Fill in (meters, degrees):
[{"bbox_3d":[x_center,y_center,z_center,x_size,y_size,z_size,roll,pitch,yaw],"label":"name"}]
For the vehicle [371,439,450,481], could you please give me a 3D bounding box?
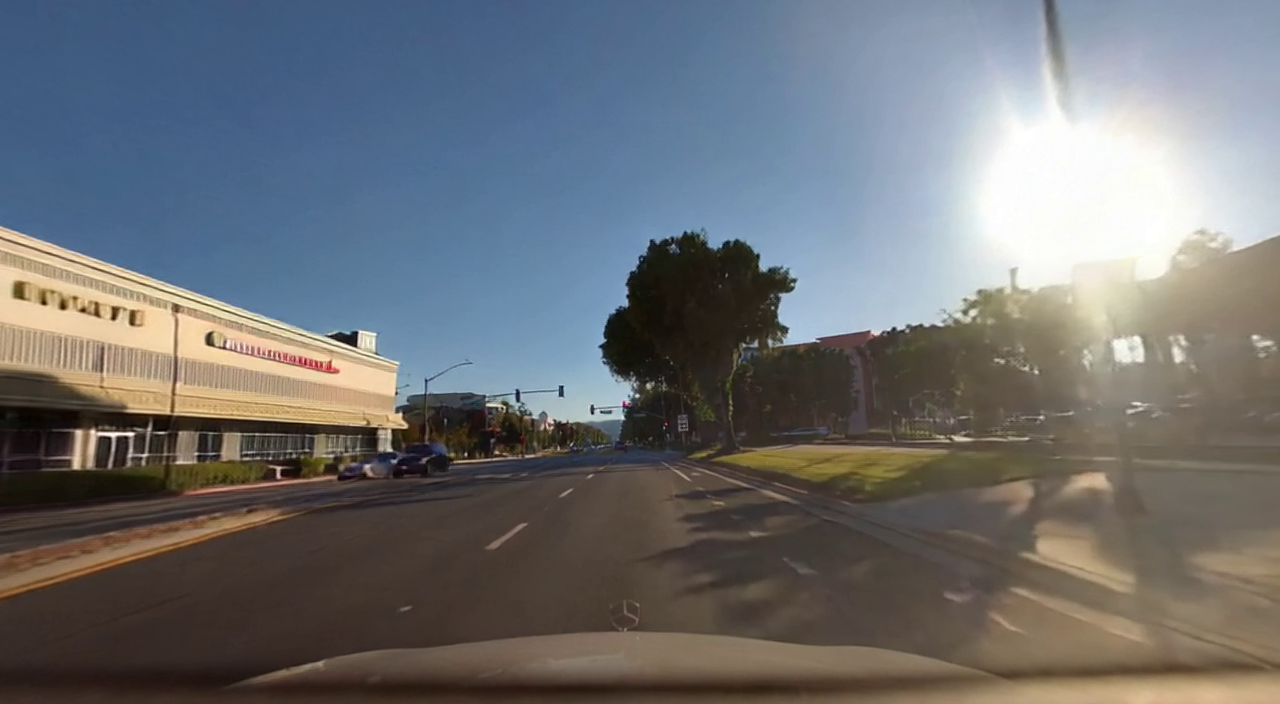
[{"bbox_3d":[-10.415,4.917,29.011,2.026,1.577,4.334,-4,-9,-1],"label":"vehicle"}]
